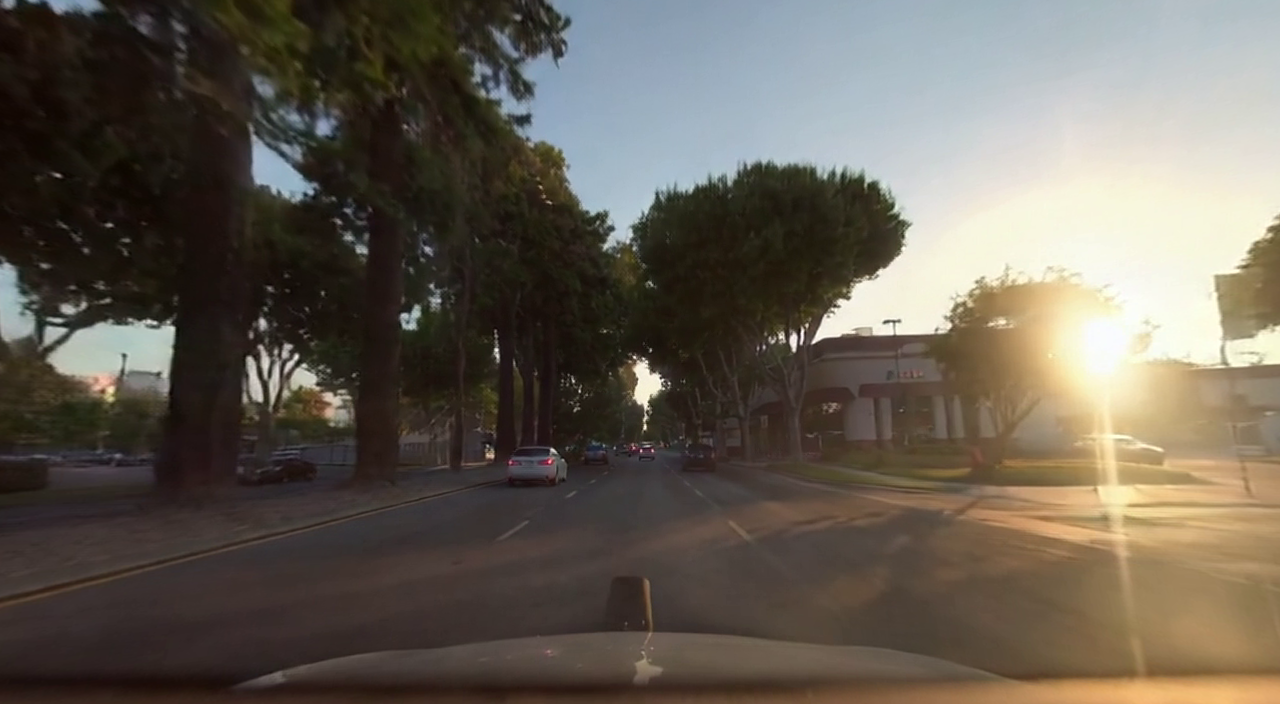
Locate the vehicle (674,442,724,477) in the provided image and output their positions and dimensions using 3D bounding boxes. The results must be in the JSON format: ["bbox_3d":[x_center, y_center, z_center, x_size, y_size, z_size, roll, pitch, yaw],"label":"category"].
[{"bbox_3d":[2.788,5.207,30.617,1.922,1.579,3.642,0,-9,-2],"label":"vehicle"}]

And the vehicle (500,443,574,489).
[{"bbox_3d":[-3.692,4.161,23.360,1.908,1.481,4.536,0,-9,1],"label":"vehicle"}]

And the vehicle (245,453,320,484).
[{"bbox_3d":[-22.526,7.325,39.939,1.958,1.780,4.479,-1,-9,3],"label":"vehicle"}]

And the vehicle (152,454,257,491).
[{"bbox_3d":[-22.775,6.301,33.250,2.040,1.757,4.730,0,-9,1],"label":"vehicle"}]

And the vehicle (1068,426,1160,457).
[{"bbox_3d":[26.276,4.983,35.144,1.677,1.591,4.298,-1,-8,-1],"label":"vehicle"}]
